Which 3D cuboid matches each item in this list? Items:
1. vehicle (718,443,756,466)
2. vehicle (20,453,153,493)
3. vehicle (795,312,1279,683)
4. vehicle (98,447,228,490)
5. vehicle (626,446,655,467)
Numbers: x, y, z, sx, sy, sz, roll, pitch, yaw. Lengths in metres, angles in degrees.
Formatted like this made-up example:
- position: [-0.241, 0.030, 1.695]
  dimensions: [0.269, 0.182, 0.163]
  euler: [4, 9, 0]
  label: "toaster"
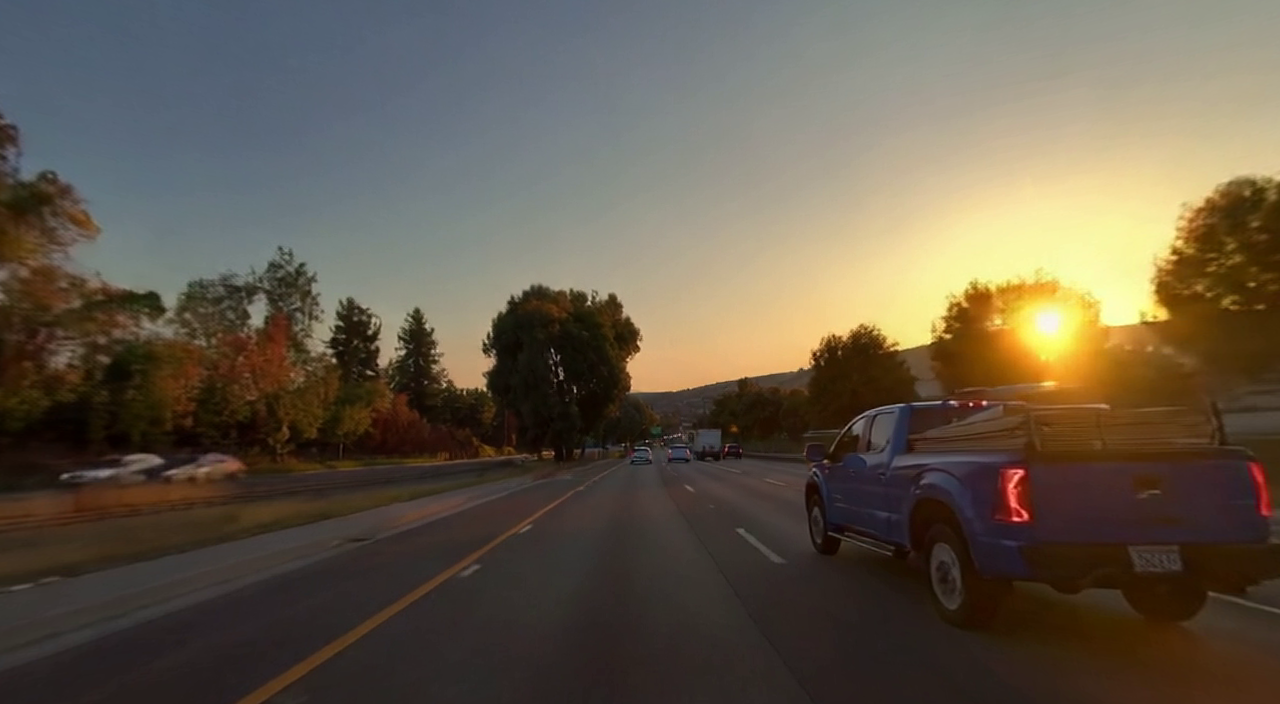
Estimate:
- position: [7.443, 7.916, 48.755]
  dimensions: [2.189, 1.704, 4.521]
  euler: [0, -9, 0]
  label: "vehicle"
- position: [-25.119, 5.457, 28.841]
  dimensions: [1.927, 1.614, 4.512]
  euler: [0, -9, 1]
  label: "vehicle"
- position: [3.472, 1.210, 6.379]
  dimensions: [2.354, 2.079, 5.586]
  euler: [0, -9, 0]
  label: "vehicle"
- position: [-21.414, 5.221, 28.603]
  dimensions: [2.082, 1.753, 4.783]
  euler: [0, -9, 1]
  label: "vehicle"
- position: [0.055, 7.695, 46.584]
  dimensions: [2.030, 1.473, 3.926]
  euler: [0, -9, 0]
  label: "vehicle"
